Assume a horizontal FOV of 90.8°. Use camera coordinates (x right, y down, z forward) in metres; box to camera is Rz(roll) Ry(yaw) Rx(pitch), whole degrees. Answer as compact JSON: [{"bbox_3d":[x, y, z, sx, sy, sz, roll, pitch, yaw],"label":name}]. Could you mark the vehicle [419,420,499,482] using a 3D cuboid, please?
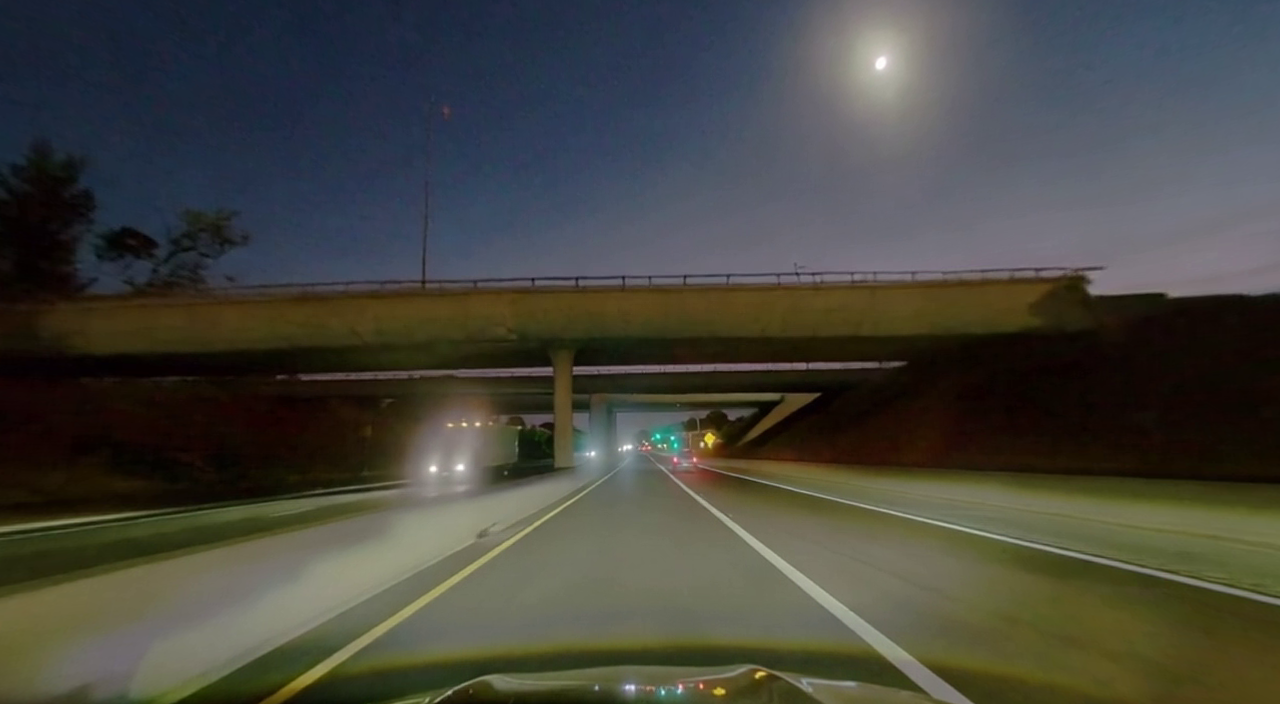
[{"bbox_3d":[-13.107,7.323,46.797,3.038,4.027,9.826,0,-9,0],"label":"vehicle"}]
